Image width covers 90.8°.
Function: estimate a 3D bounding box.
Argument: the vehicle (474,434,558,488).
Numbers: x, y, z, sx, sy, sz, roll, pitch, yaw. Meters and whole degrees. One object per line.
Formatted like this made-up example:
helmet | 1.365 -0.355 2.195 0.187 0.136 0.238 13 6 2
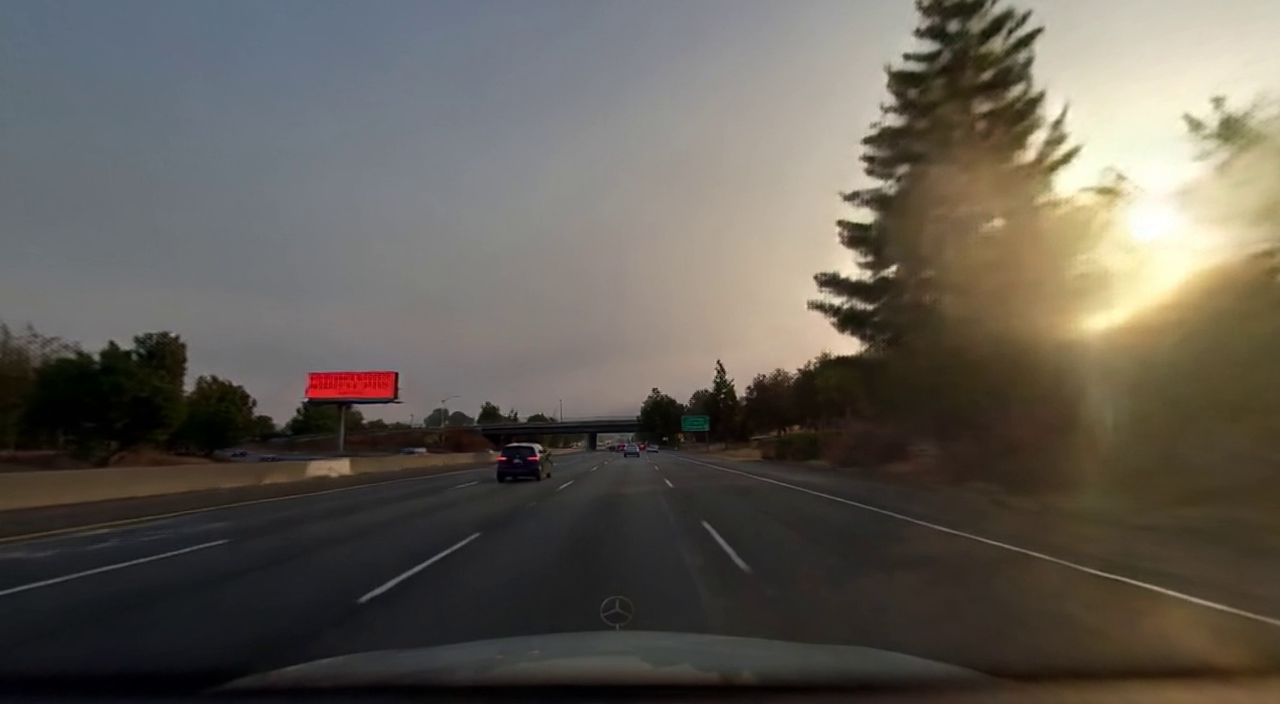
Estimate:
vehicle | -4.329 3.894 22.919 2.102 1.727 4.704 0 -9 0
